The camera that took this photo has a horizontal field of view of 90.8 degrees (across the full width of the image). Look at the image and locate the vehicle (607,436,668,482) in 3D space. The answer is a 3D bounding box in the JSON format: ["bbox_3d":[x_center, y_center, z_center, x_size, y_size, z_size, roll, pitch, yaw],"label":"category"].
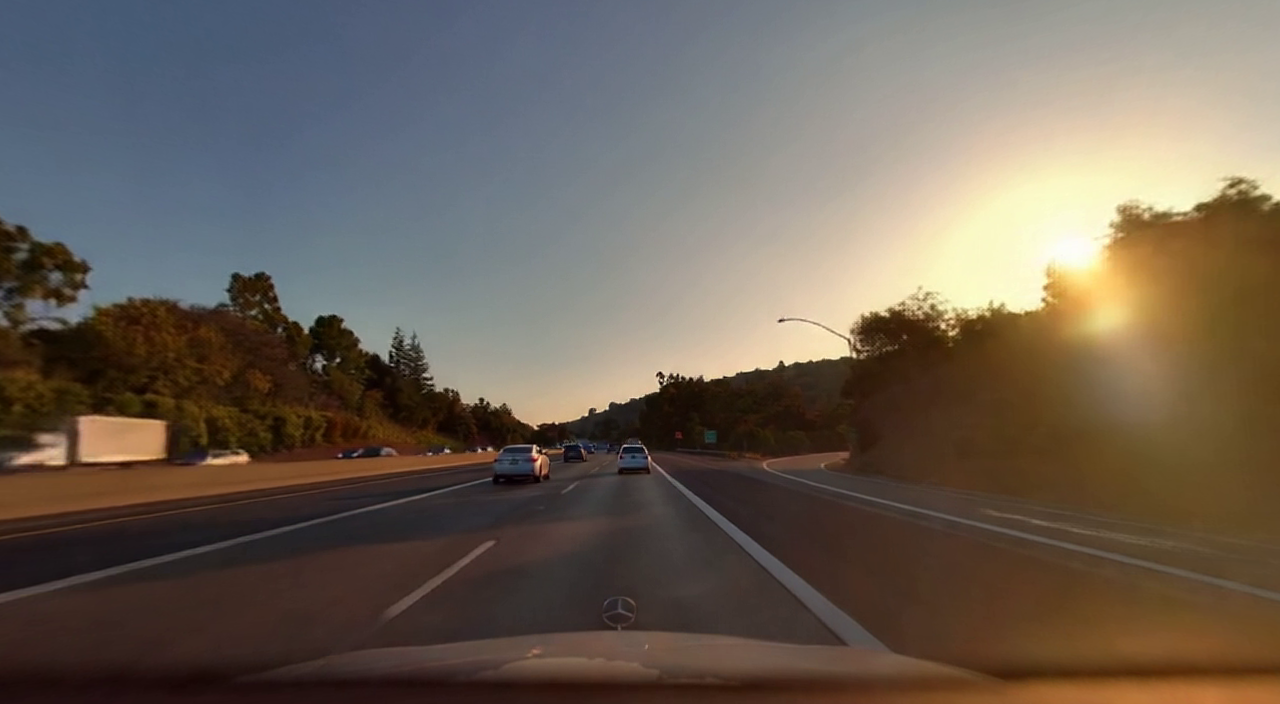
[{"bbox_3d":[-0.118,4.470,26.642,2.378,1.750,4.355,0,-8,-1],"label":"vehicle"}]

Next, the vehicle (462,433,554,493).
[{"bbox_3d":[-4.174,3.589,20.782,2.044,1.717,4.421,0,-8,0],"label":"vehicle"}]

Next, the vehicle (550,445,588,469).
[{"bbox_3d":[-4.689,7.030,42.402,2.084,1.528,4.094,0,-8,0],"label":"vehicle"}]

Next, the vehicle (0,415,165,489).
[{"bbox_3d":[-21.114,3.673,23.492,2.586,2.392,5.504,0,-8,-1],"label":"vehicle"}]
